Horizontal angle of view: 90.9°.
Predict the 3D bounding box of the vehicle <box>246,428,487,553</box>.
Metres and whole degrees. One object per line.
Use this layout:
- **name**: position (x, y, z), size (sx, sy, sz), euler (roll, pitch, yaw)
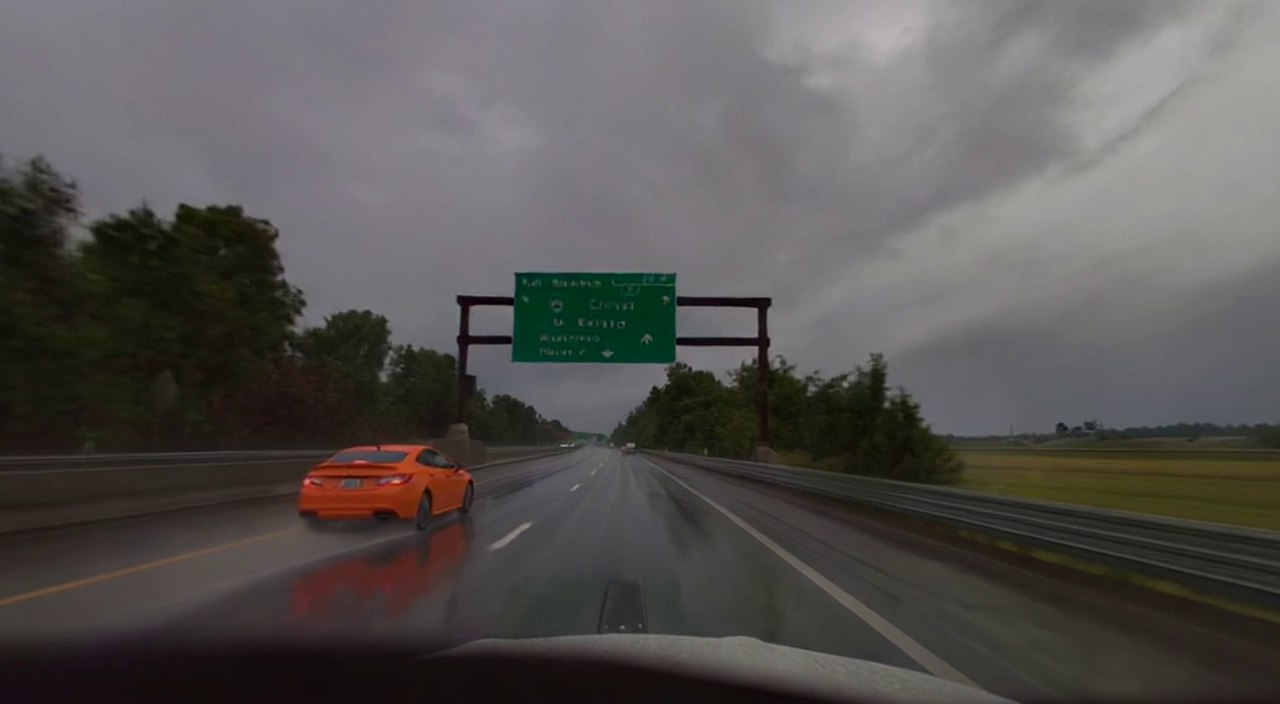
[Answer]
- **vehicle**: position (-3.875, 2.018, 9.816), size (1.990, 1.532, 3.911), euler (0, -9, 0)
